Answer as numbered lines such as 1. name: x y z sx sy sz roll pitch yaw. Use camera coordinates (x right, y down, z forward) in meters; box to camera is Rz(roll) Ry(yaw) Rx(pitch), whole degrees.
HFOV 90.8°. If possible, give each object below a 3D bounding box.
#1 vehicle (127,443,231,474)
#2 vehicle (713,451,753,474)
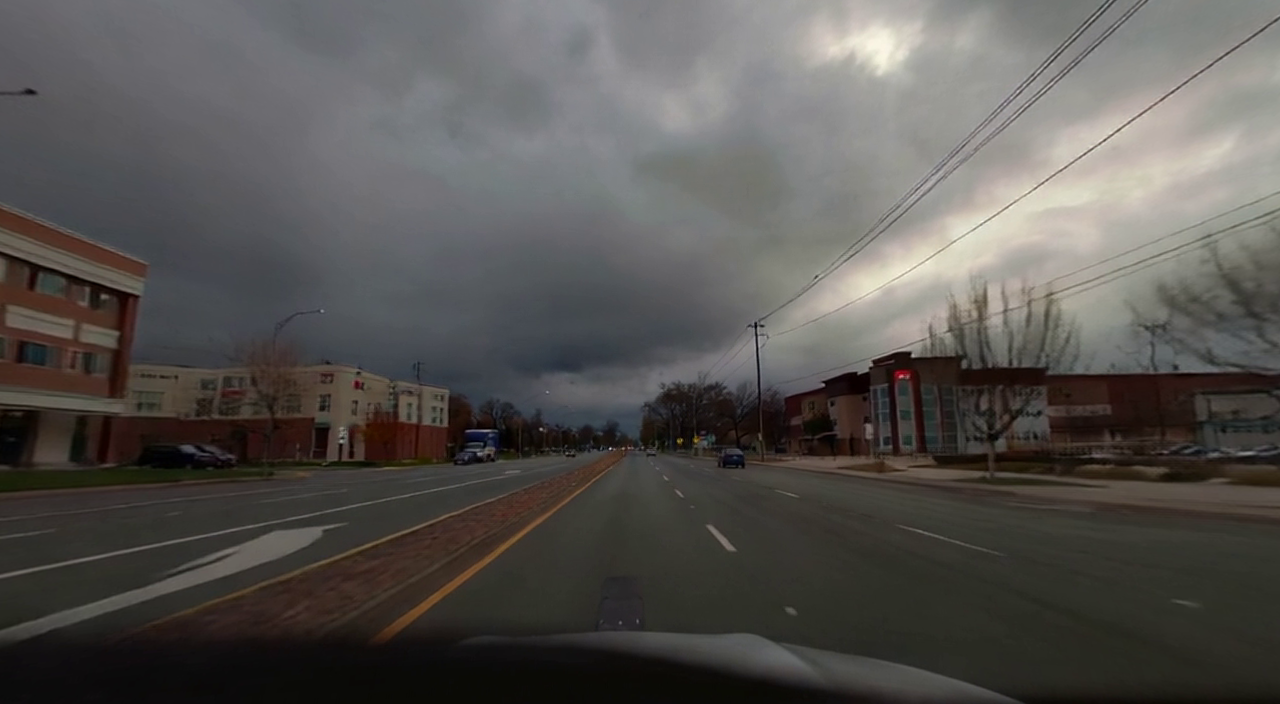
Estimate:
1. vehicle: -29.687 6.911 41.006 2.207 1.863 5.860 0 -9 1
2. vehicle: 6.284 7.492 42.990 1.916 1.437 4.327 1 -9 -2
